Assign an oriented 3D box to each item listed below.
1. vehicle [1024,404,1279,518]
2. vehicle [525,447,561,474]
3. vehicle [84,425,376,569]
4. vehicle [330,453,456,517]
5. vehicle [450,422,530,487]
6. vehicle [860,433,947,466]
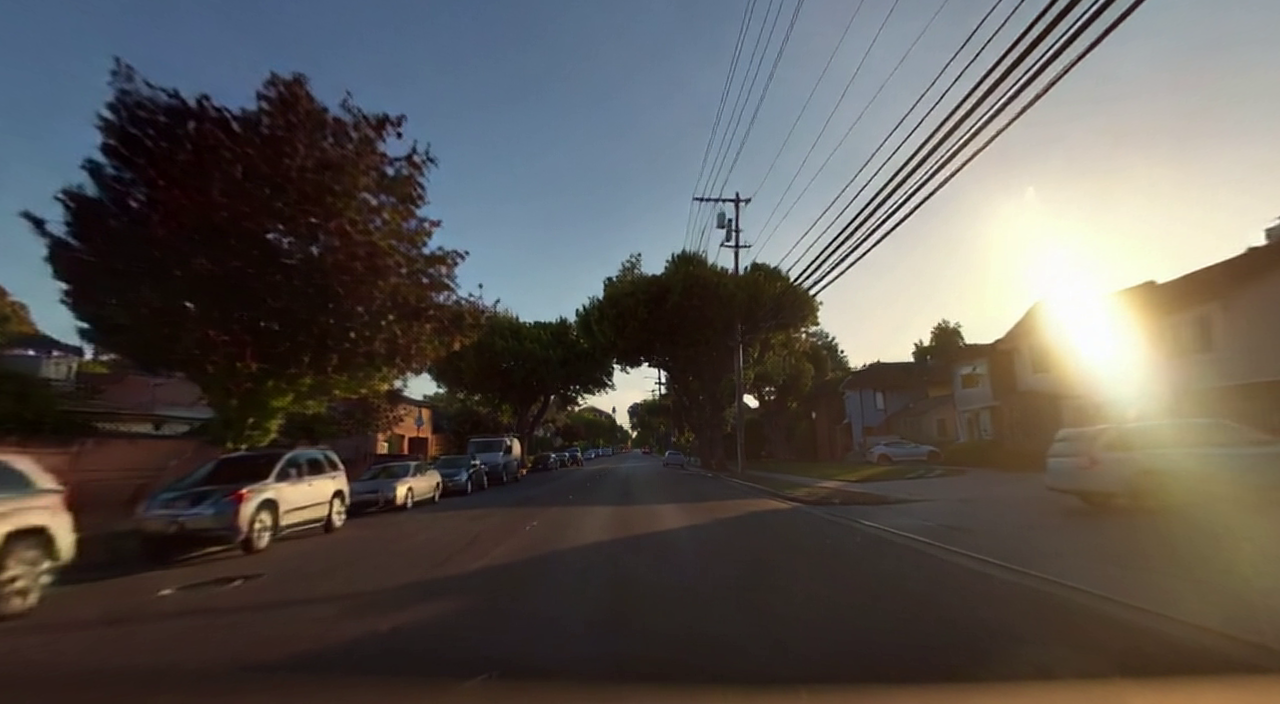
[{"bbox_3d":[9.830,1.858,10.999,4.979,1.769,1.943,0,-9,-1],"label":"vehicle"},{"bbox_3d":[-6.956,7.788,45.692,1.963,1.820,4.297,0,-9,-1],"label":"vehicle"},{"bbox_3d":[-6.474,2.345,10.846,1.941,1.832,4.666,-2,-10,-1],"label":"vehicle"},{"bbox_3d":[-6.560,3.564,17.359,1.858,1.476,4.262,-1,-9,-2],"label":"vehicle"},{"bbox_3d":[-6.957,4.873,30.014,2.439,2.724,5.647,-1,-10,-1],"label":"vehicle"},{"bbox_3d":[15.834,5.906,38.095,4.275,1.645,1.874,-4,-12,1],"label":"vehicle"}]
